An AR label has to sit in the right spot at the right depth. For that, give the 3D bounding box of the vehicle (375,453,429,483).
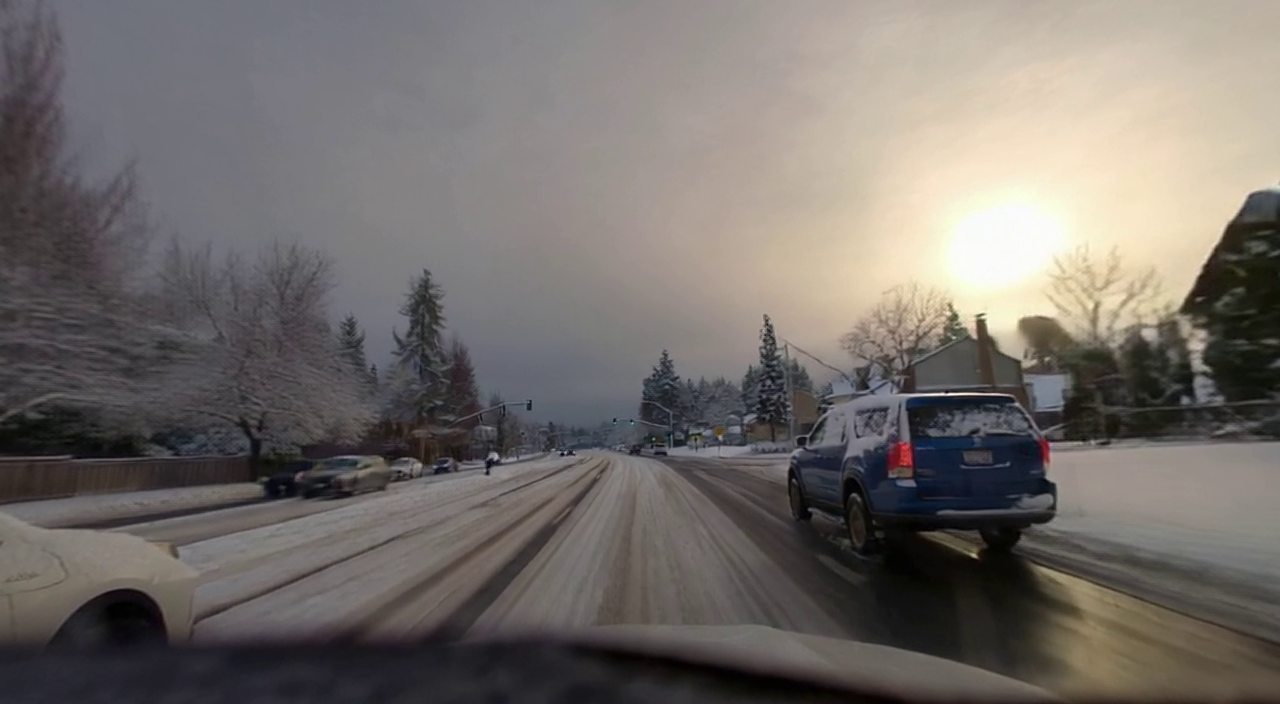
[{"bbox_3d":[-14.755,7.194,39.346,1.954,1.707,4.410,0,-8,-4],"label":"vehicle"}]

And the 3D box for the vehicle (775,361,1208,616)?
[{"bbox_3d":[3.462,1.520,8.014,2.338,2.063,5.592,-1,-8,1],"label":"vehicle"}]

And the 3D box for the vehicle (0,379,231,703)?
[{"bbox_3d":[-3.530,0.808,1.488,2.058,1.659,4.514,0,-8,0],"label":"vehicle"}]

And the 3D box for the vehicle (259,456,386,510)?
[{"bbox_3d":[-10.300,4.248,20.917,1.928,1.482,4.649,0,-8,-2],"label":"vehicle"}]
